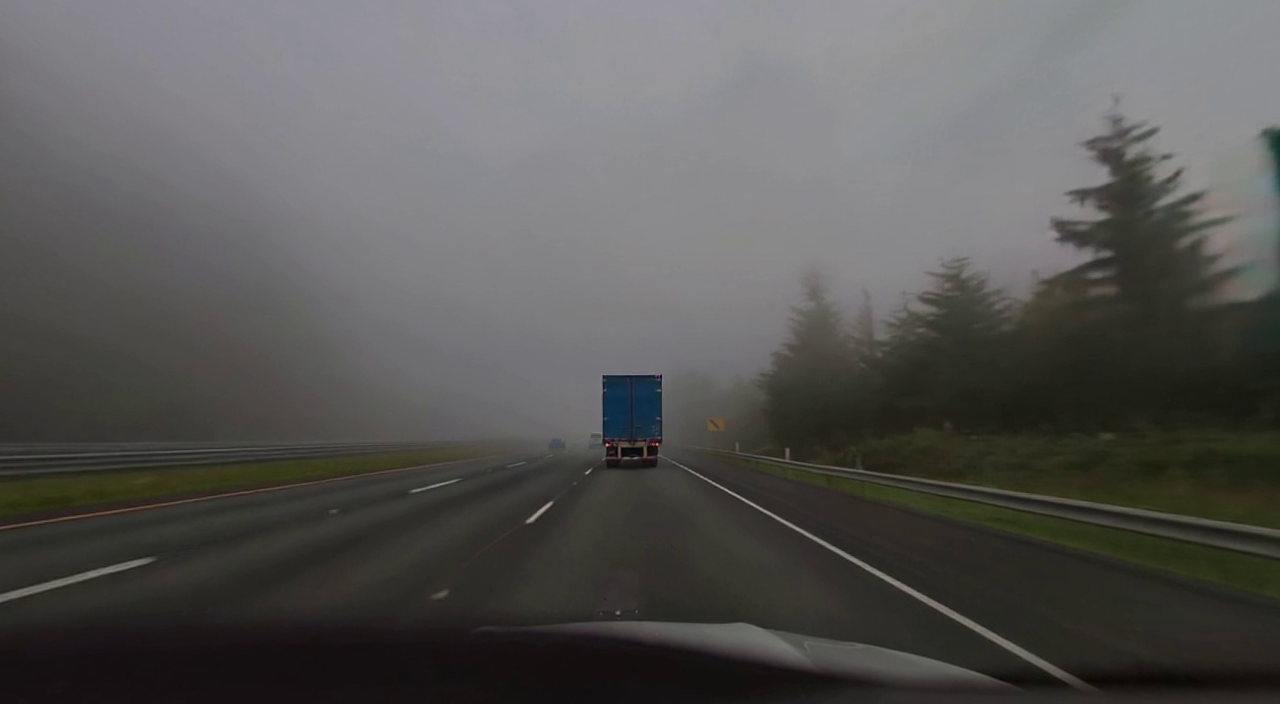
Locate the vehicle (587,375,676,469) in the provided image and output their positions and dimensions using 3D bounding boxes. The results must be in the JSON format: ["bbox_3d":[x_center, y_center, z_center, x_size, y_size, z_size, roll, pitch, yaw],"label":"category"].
[{"bbox_3d":[-0.417,3.496,30.322,3.033,3.223,14.836,4,-7,0],"label":"vehicle"}]
